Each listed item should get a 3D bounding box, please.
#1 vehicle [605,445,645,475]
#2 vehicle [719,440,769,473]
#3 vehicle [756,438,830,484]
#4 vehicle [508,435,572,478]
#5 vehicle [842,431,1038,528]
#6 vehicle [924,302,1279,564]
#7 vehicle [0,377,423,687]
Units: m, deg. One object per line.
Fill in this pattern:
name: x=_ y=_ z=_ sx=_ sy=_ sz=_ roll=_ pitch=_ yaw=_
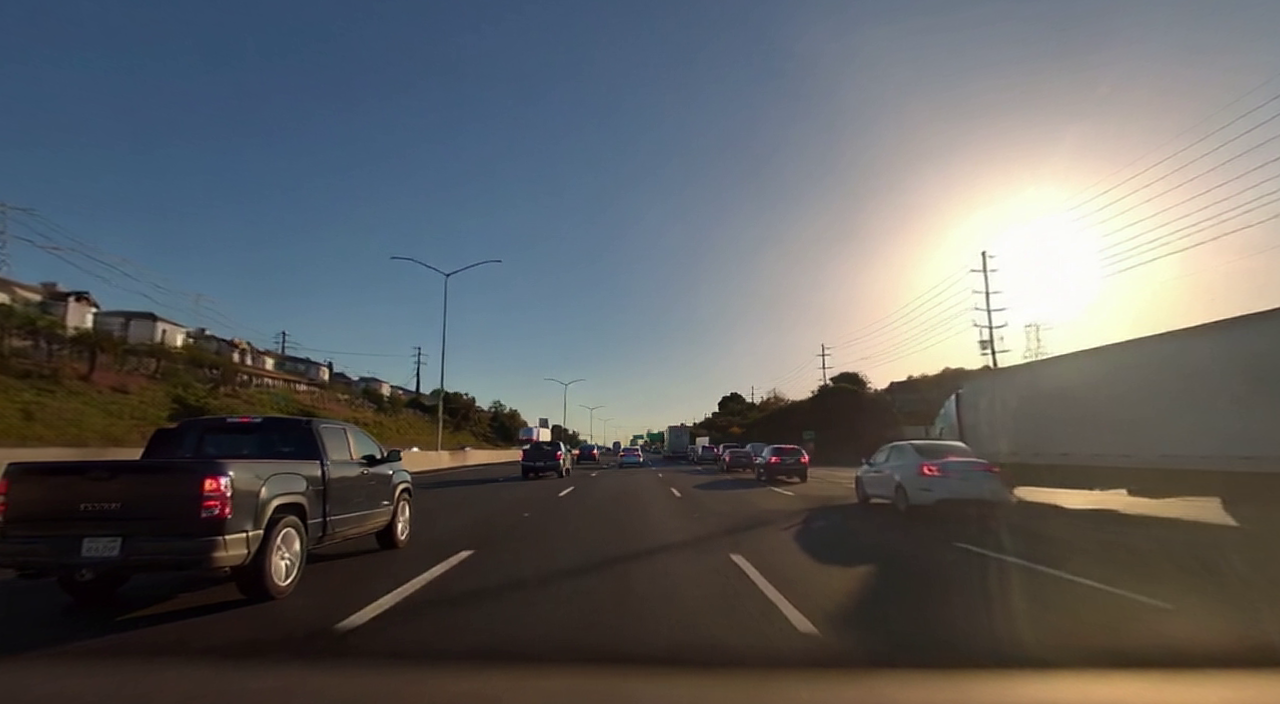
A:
vehicle: x=-0.795 y=5.882 z=34.504 sx=2.060 sy=1.508 sz=4.308 roll=1 pitch=-9 yaw=0
vehicle: x=6.070 y=6.179 z=37.360 sx=2.086 sy=1.783 sz=4.868 roll=1 pitch=-9 yaw=-1
vehicle: x=6.127 y=4.409 z=25.777 sx=1.977 sy=1.705 sz=4.078 roll=1 pitch=-9 yaw=0
vehicle: x=-4.578 y=4.886 z=29.551 sx=2.147 sy=1.825 sz=4.602 roll=0 pitch=-9 yaw=1
vehicle: x=5.851 y=2.508 z=12.970 sx=1.989 sy=1.642 sz=4.082 roll=1 pitch=-9 yaw=0
vehicle: x=10.129 y=1.706 z=12.484 sx=3.442 sy=3.405 sz=11.948 roll=0 pitch=-9 yaw=0
vehicle: x=-3.848 y=1.317 z=5.755 sx=2.127 sy=1.705 sz=4.374 roll=0 pitch=-9 yaw=0
